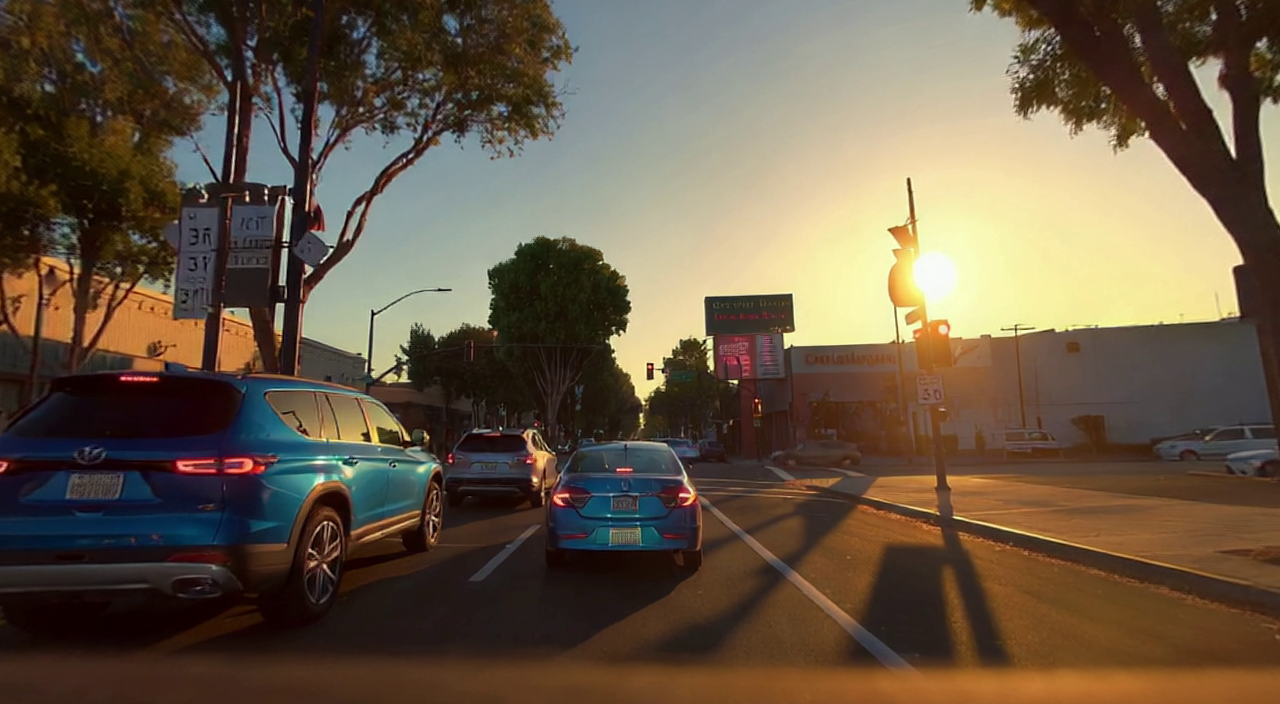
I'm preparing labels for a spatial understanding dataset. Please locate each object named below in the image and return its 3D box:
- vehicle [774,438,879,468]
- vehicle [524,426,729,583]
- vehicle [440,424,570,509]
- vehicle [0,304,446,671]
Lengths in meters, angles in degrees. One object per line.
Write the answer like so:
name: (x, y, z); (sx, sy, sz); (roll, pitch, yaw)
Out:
vehicle: (9.574, 5.228, 32.496); (4.809, 1.476, 1.845); (0, -8, -2)
vehicle: (-0.160, 1.777, 8.174); (1.966, 1.481, 4.146); (0, -8, -1)
vehicle: (-2.923, 2.595, 14.608); (2.047, 1.664, 4.148); (0, -8, 1)
vehicle: (-3.811, 1.129, 6.213); (2.152, 2.118, 5.066); (0, -8, 0)
